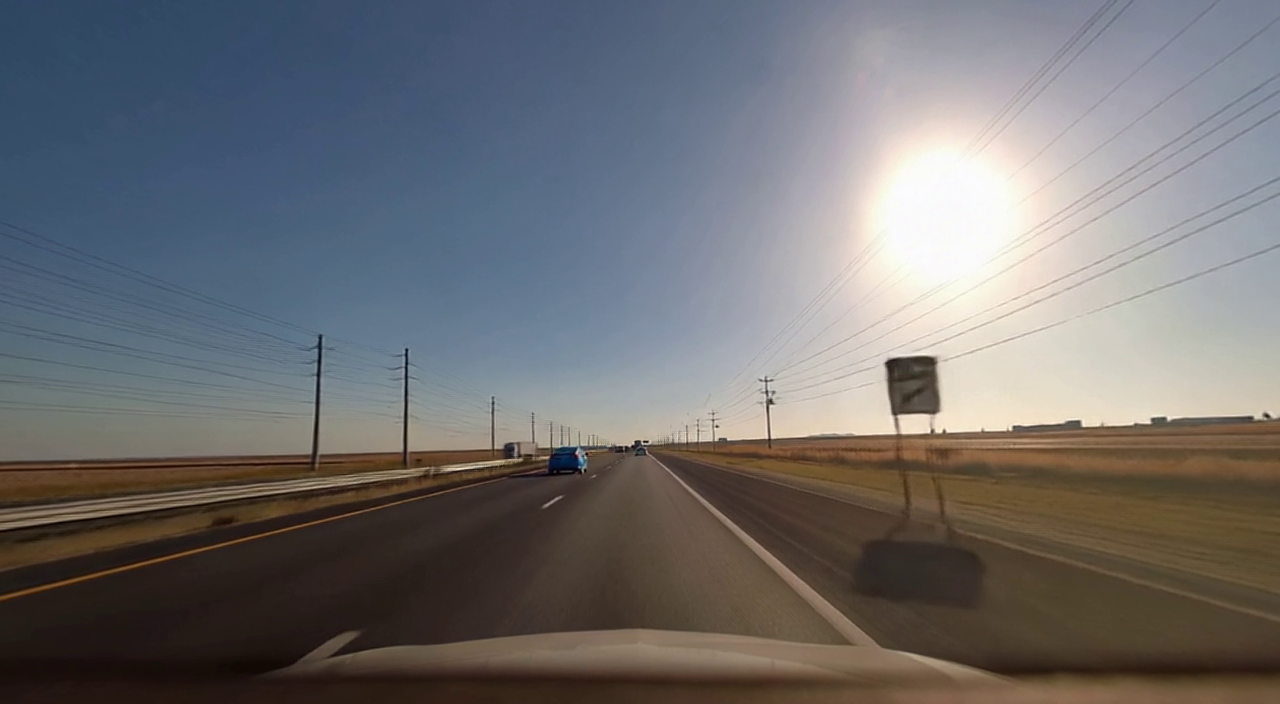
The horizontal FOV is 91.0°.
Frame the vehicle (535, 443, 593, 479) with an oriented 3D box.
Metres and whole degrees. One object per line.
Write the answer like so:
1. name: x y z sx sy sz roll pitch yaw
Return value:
1. vehicle: -3.512 5.146 29.897 2.106 1.543 4.465 0 -9 1
